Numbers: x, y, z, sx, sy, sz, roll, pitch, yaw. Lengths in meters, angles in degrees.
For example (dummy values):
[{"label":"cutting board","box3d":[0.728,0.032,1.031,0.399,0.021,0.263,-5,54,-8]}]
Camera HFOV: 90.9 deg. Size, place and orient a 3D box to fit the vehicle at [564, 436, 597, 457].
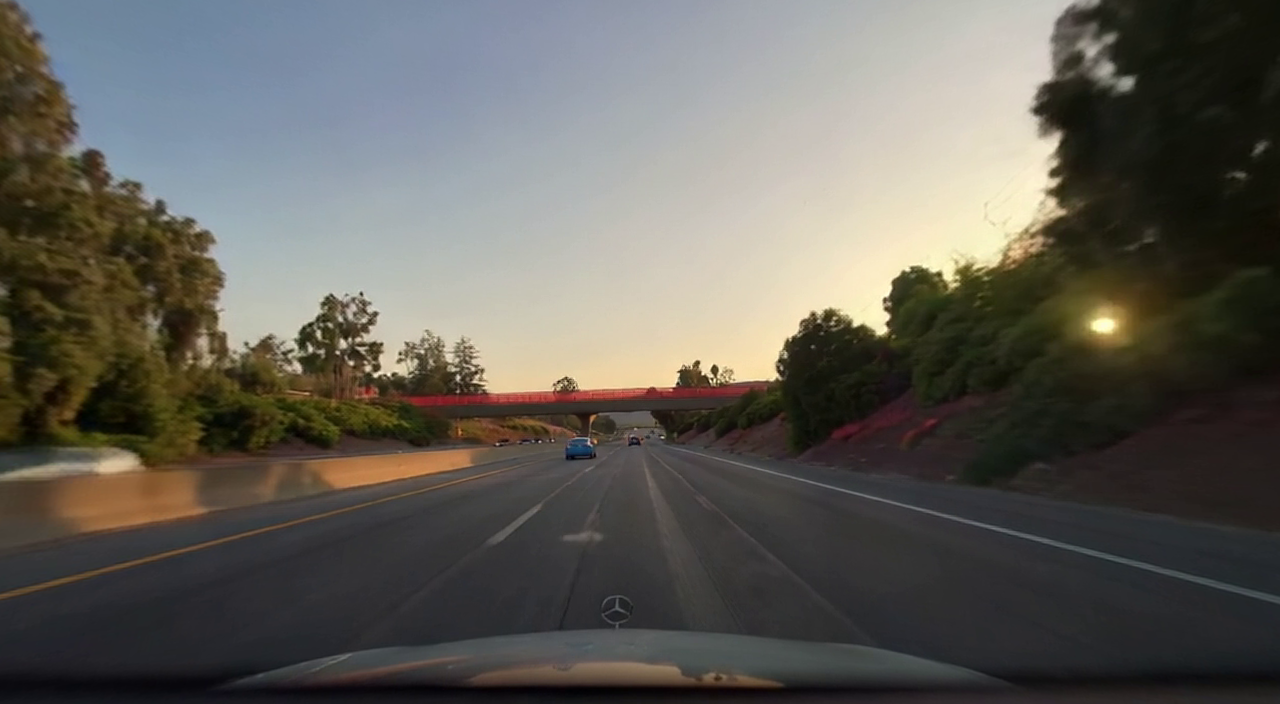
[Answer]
[{"label":"vehicle","box3d":[-4.479,7.194,48.263,2.074,1.535,4.437,0,-8,0]}]
